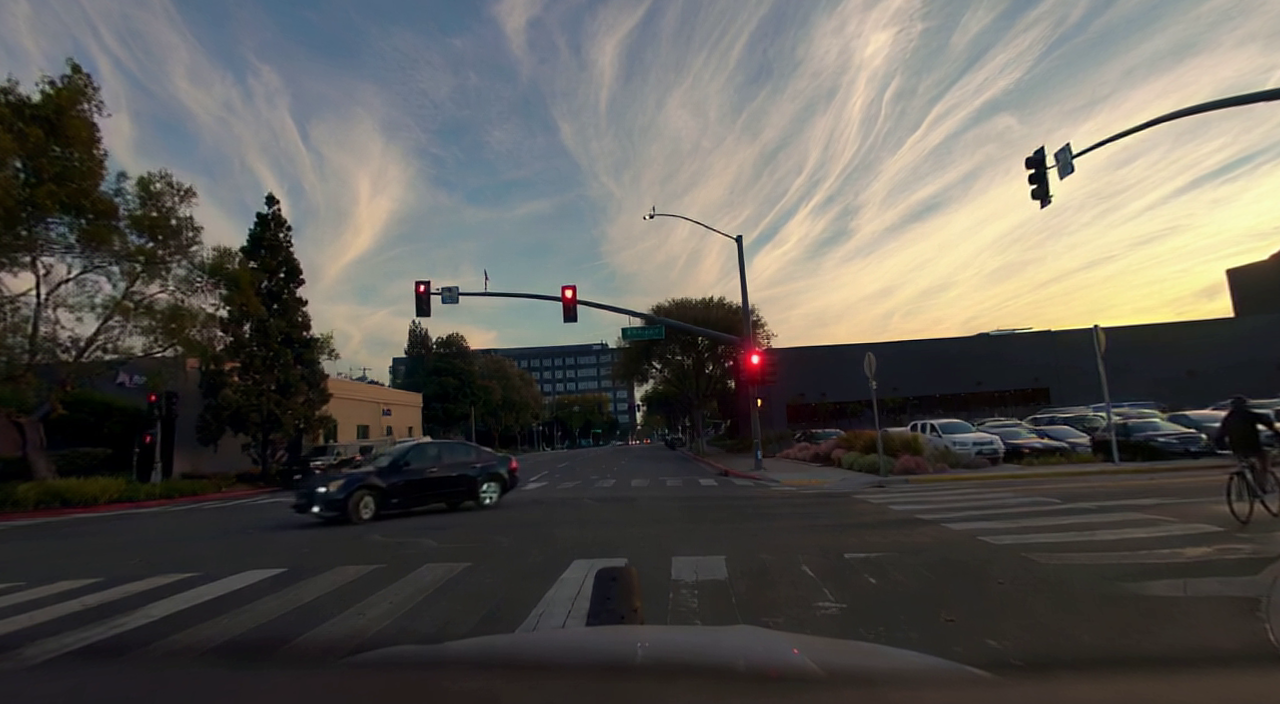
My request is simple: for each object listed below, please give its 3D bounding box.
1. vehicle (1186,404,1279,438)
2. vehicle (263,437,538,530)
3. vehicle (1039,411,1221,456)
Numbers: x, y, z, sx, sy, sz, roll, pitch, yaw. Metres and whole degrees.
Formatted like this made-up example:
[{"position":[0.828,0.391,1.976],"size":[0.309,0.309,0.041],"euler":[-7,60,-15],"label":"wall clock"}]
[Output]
[{"position":[34.895,4.024,36.660],"size":[4.326,1.511,1.725],"euler":[-8,-9,17],"label":"vehicle"},{"position":[-4.307,2.323,11.629],"size":[4.385,1.419,1.855],"euler":[5,-10,-29],"label":"vehicle"},{"position":[16.921,2.904,22.114],"size":[4.560,1.453,1.851],"euler":[-3,-9,18],"label":"vehicle"}]
